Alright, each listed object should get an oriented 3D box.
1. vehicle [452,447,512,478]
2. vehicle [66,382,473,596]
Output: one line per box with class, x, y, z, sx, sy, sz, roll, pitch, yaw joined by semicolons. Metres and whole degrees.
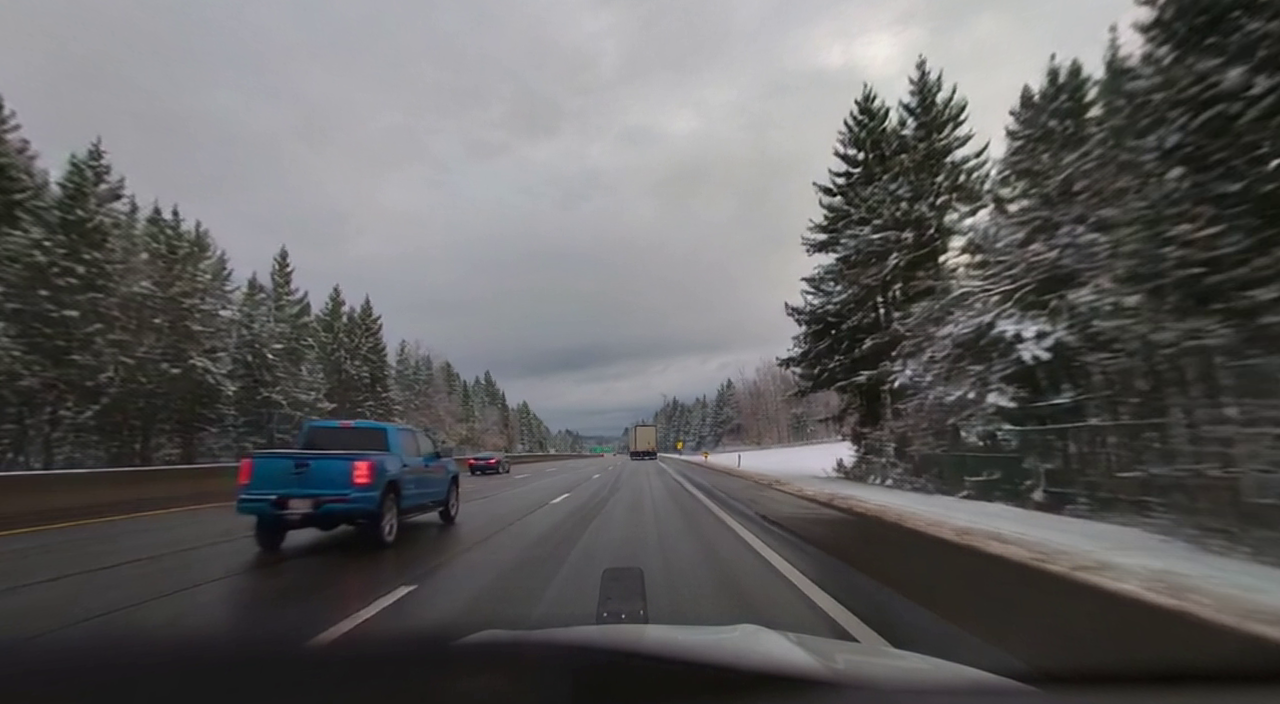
vehicle;-8.020;5.652;32.418;1.877;1.433;4.266;-1;-9;1
vehicle;-4.011;1.624;8.306;2.124;1.888;5.226;-1;-9;1
